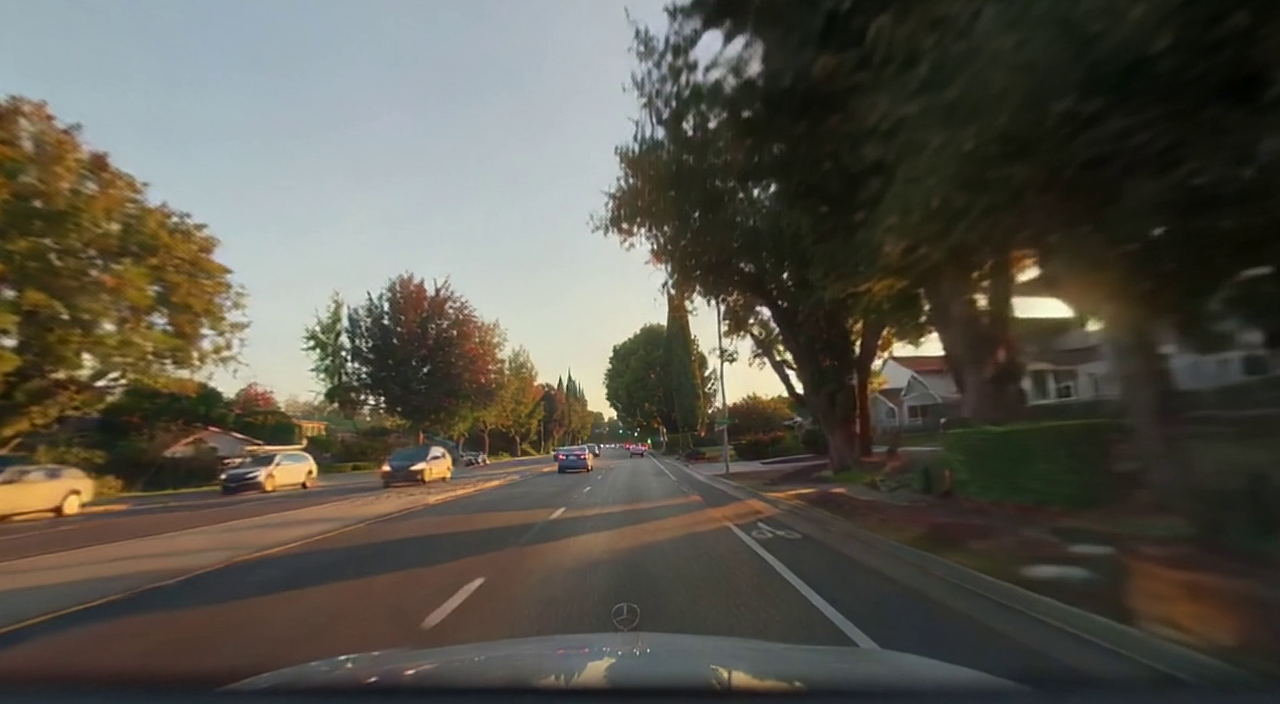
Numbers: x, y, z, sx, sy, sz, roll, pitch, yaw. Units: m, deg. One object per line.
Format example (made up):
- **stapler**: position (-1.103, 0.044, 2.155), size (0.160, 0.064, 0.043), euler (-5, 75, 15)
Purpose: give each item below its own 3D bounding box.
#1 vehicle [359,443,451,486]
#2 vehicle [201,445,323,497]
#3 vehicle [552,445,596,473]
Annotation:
- **vehicle**: position (-10.135, 4.874, 27.728), size (2.168, 1.703, 4.753), euler (0, -9, 0)
- **vehicle**: position (-17.467, 5.465, 29.651), size (2.255, 1.987, 5.723), euler (-4, -8, 1)
- **vehicle**: position (-3.530, 5.810, 34.532), size (1.992, 1.447, 4.044), euler (0, -9, 0)
